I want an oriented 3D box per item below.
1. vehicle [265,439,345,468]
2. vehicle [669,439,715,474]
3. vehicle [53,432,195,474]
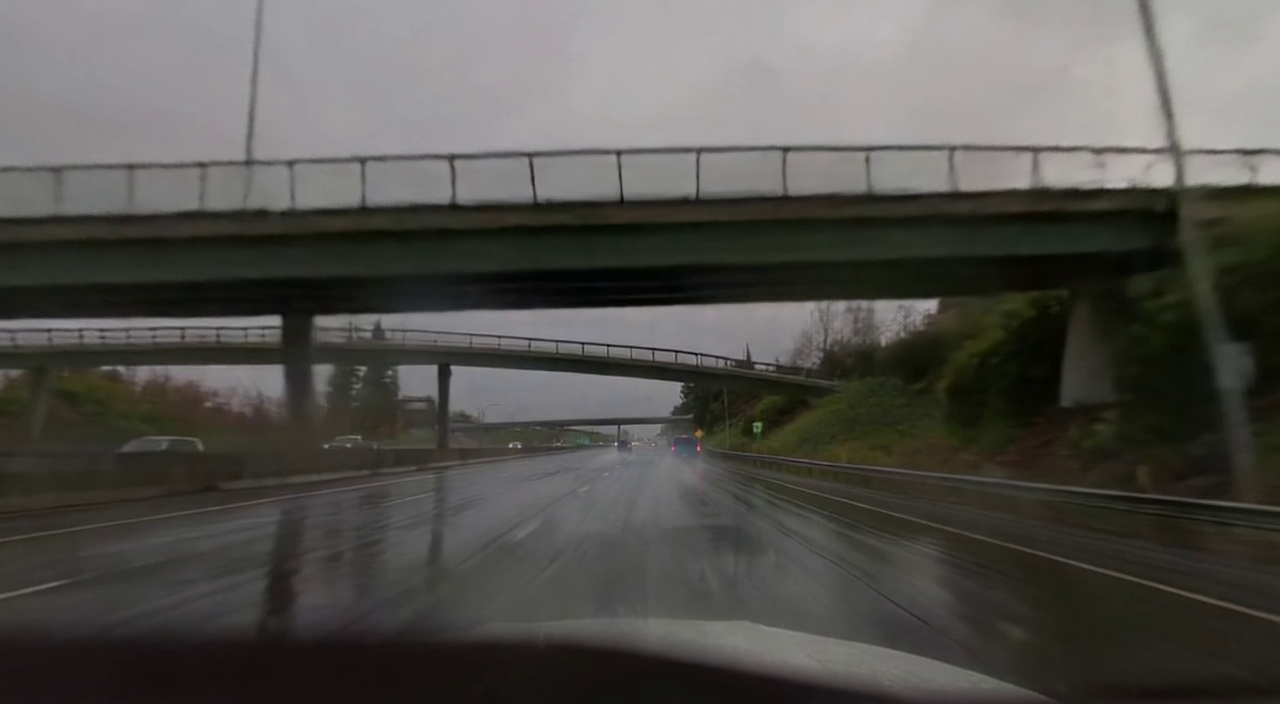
[{"bbox_3d":[-20.105,6.090,38.114,2.048,1.600,4.946,0,-8,1],"label":"vehicle"},{"bbox_3d":[2.632,5.379,32.751,2.010,1.637,4.940,0,-8,1],"label":"vehicle"},{"bbox_3d":[-23.473,4.612,29.035,2.123,1.721,5.137,0,-8,0],"label":"vehicle"}]
